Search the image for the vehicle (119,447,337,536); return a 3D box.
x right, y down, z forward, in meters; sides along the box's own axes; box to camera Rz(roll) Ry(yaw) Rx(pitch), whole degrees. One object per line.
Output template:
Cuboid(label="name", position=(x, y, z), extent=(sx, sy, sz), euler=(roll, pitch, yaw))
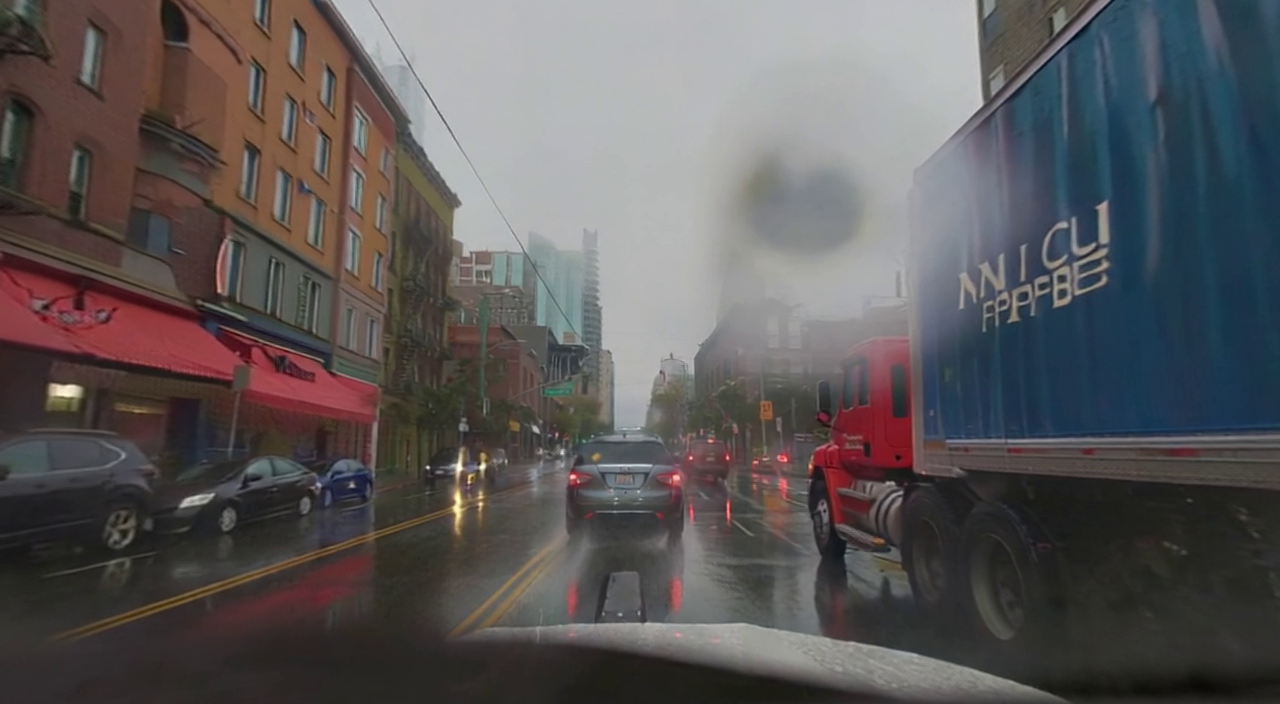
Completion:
Cuboid(label="vehicle", position=(-8.842, 2.976, 14.144), extent=(1.896, 1.652, 4.269), euler=(0, -9, 1))

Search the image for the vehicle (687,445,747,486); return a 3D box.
Cuboid(label="vehicle", position=(3.355, 5.046, 28.425), extent=(2.159, 1.696, 4.316), euler=(0, -9, 0))

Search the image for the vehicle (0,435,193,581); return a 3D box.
Cuboid(label="vehicle", position=(-8.796, 1.976, 8.239), extent=(2.065, 1.758, 5.144), euler=(0, -9, 1))

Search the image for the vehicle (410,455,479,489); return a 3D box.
Cuboid(label="vehicle", position=(-8.700, 5.360, 28.523), extent=(1.805, 1.379, 4.359), euler=(0, -9, -1))

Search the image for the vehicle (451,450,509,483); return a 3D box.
Cuboid(label="vehicle", position=(-8.689, 6.220, 34.696), extent=(2.084, 1.686, 4.422), euler=(0, -9, -1))

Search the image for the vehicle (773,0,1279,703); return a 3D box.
Cuboid(label="vehicle", position=(2.962, 0.015, 2.280), extent=(2.913, 3.771, 9.716), euler=(0, -9, 1))

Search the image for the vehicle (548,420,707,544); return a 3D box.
Cuboid(label="vehicle", position=(-0.192, 2.231, 11.502), extent=(2.283, 1.783, 4.548), euler=(0, -9, 0))
